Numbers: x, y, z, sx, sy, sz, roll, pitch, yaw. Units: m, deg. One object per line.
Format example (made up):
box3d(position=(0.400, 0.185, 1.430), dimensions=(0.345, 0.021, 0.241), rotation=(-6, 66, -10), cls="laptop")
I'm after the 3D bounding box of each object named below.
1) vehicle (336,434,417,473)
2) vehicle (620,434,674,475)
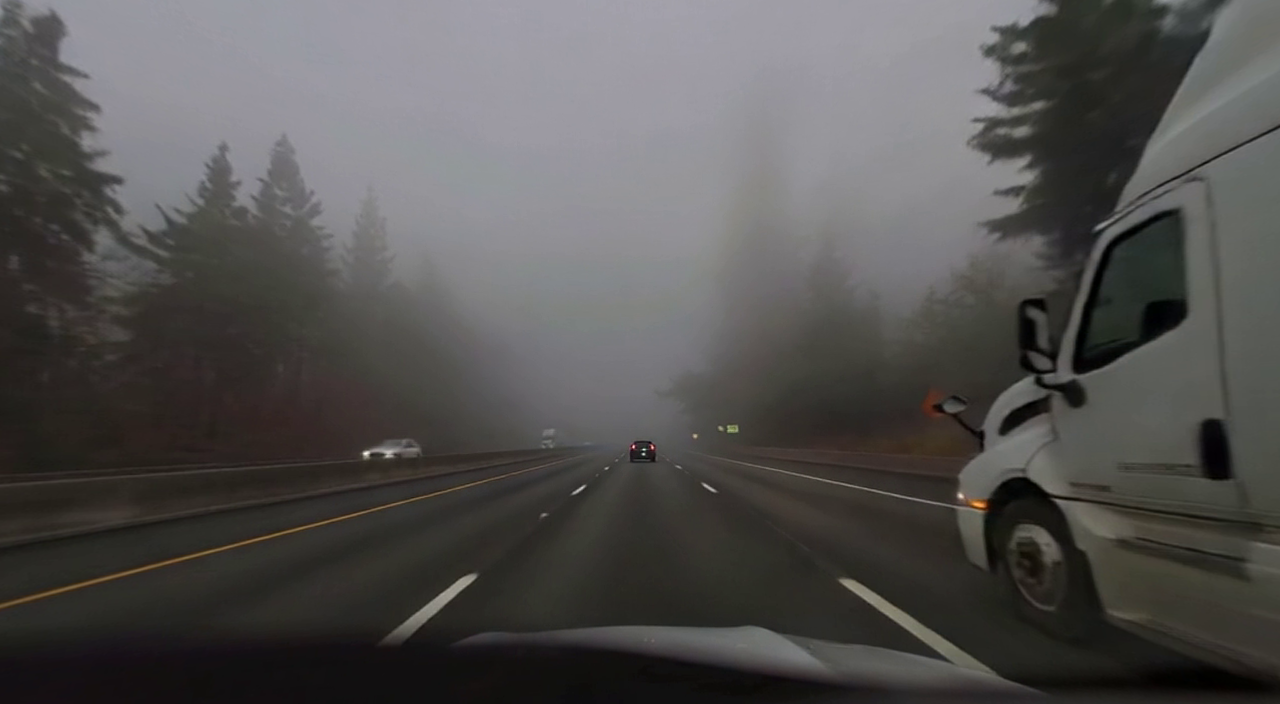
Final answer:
box3d(position=(-14.164, 5.505, 34.205), dimensions=(2.194, 1.944, 5.041), rotation=(0, -8, 0), cls="vehicle")
box3d(position=(0.363, 4.424, 27.321), dimensions=(2.139, 1.607, 4.034), rotation=(0, -8, 3), cls="vehicle")
